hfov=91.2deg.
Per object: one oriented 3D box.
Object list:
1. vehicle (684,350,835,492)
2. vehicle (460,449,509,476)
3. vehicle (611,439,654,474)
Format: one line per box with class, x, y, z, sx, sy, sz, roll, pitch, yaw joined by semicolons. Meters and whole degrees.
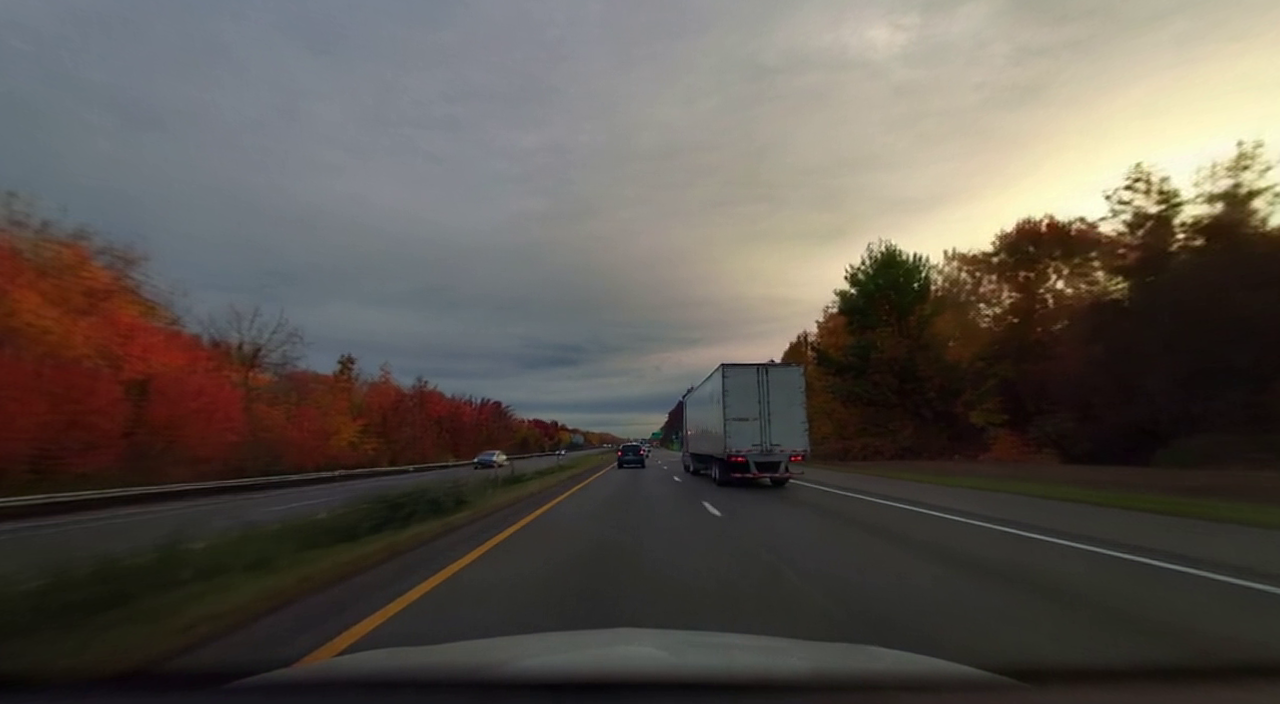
vehicle;3.891;2.970;24.841;3.068;4.042;13.787;0;-9;-1
vehicle;-9.347;6.682;38.003;1.994;1.505;4.005;0;-9;-1
vehicle;-0.399;5.472;33.141;2.151;1.693;4.201;0;-9;0
